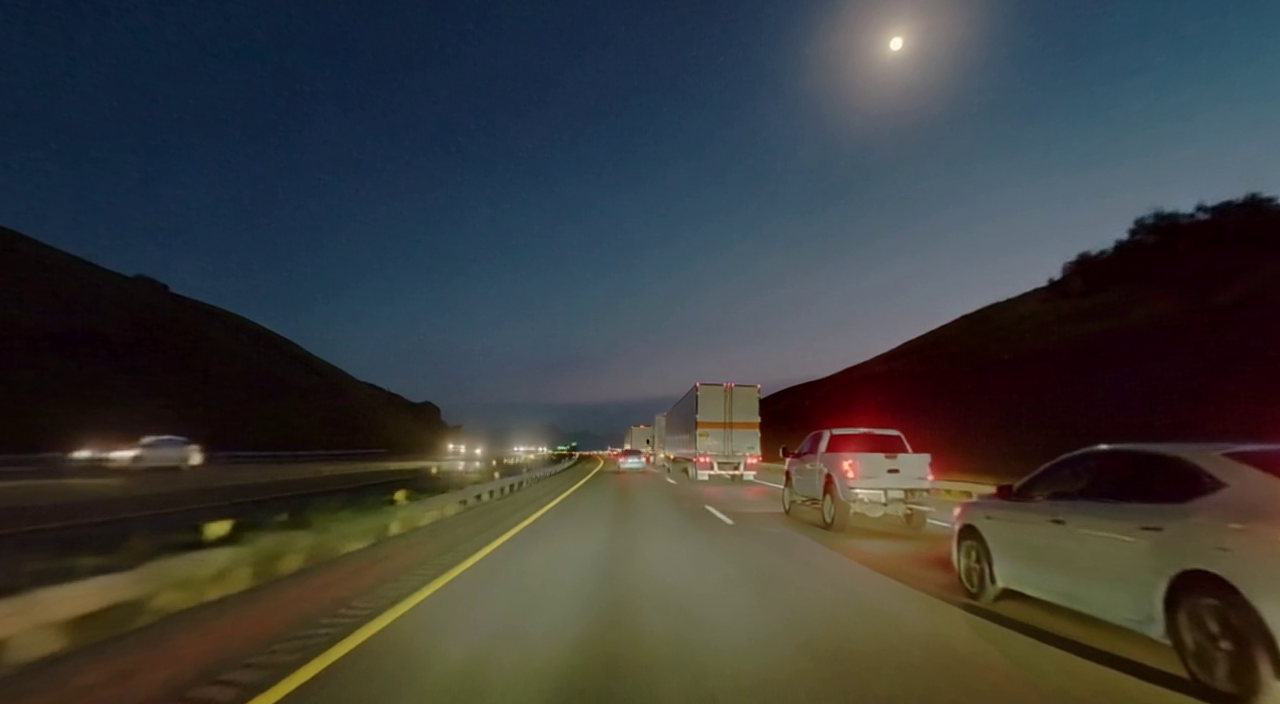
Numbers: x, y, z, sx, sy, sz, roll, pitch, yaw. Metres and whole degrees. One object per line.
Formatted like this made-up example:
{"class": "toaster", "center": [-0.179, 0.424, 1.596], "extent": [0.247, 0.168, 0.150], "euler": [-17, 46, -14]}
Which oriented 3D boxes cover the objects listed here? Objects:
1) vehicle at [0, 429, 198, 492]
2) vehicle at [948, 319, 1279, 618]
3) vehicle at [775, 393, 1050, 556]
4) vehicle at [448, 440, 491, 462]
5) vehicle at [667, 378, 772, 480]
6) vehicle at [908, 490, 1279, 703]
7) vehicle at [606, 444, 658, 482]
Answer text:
{"class": "vehicle", "center": [-14.988, 3.033, 17.822], "extent": [1.984, 1.558, 4.164], "euler": [0, -9, -1]}
{"class": "vehicle", "center": [4.094, 0.744, 4.191], "extent": [1.873, 1.465, 4.264], "euler": [0, -9, -1]}
{"class": "vehicle", "center": [3.884, 1.895, 10.365], "extent": [2.034, 1.968, 5.221], "euler": [0, -9, -2]}
{"class": "vehicle", "center": [-12.396, 7.217, 45.993], "extent": [2.149, 1.455, 3.690], "euler": [0, -9, -1]}
{"class": "vehicle", "center": [3.504, 4.207, 32.672], "extent": [2.911, 4.099, 14.578], "euler": [0, -9, -2]}
{"class": "vehicle", "center": [4.072, 1.599, 4.301], "extent": [2.129, 0.956, 5.390], "euler": [0, -9, 0]}
{"class": "vehicle", "center": [-0.382, 4.636, 26.541], "extent": [2.029, 1.437, 3.794], "euler": [0, -9, -2]}
